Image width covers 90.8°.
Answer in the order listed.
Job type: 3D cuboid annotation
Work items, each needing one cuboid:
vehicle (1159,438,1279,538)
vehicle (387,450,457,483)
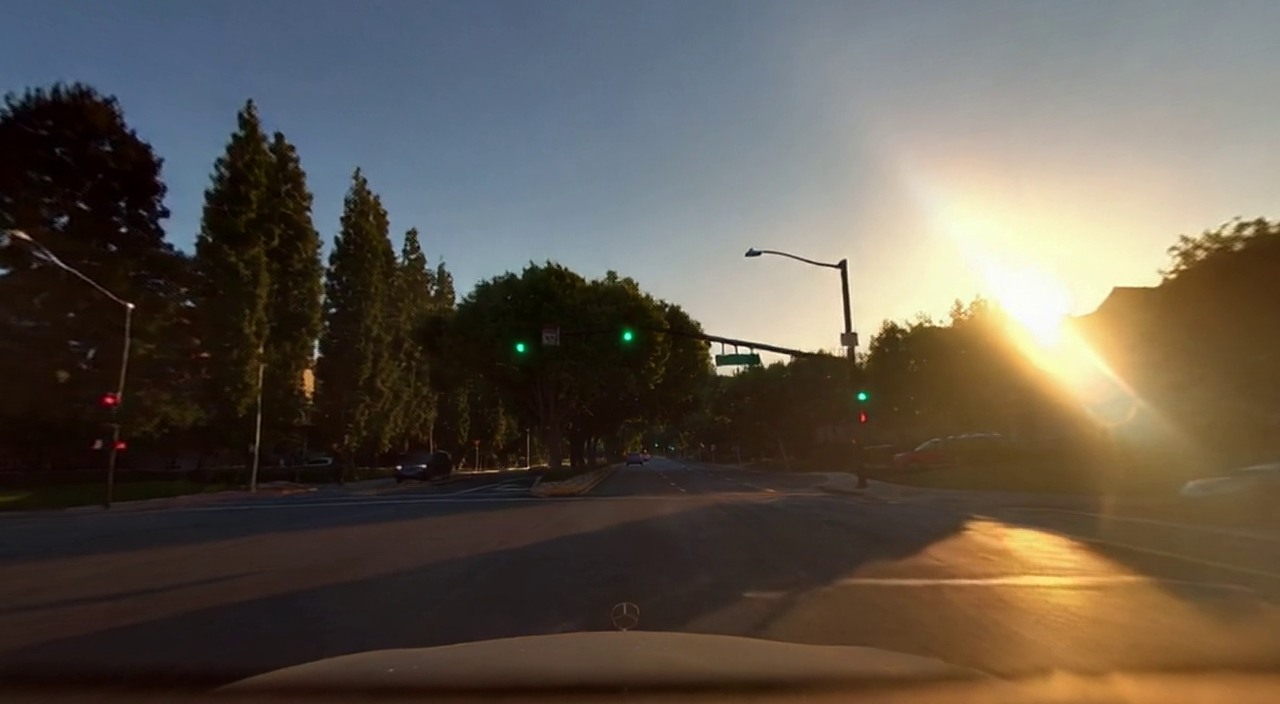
[{"bbox_3d":[11.975,2.211,10.653,4.611,1.505,2.029,0,-9,-1],"label":"vehicle"},{"bbox_3d":[-14.872,7.801,43.498,2.403,2.039,5.887,-1,-9,4],"label":"vehicle"}]
